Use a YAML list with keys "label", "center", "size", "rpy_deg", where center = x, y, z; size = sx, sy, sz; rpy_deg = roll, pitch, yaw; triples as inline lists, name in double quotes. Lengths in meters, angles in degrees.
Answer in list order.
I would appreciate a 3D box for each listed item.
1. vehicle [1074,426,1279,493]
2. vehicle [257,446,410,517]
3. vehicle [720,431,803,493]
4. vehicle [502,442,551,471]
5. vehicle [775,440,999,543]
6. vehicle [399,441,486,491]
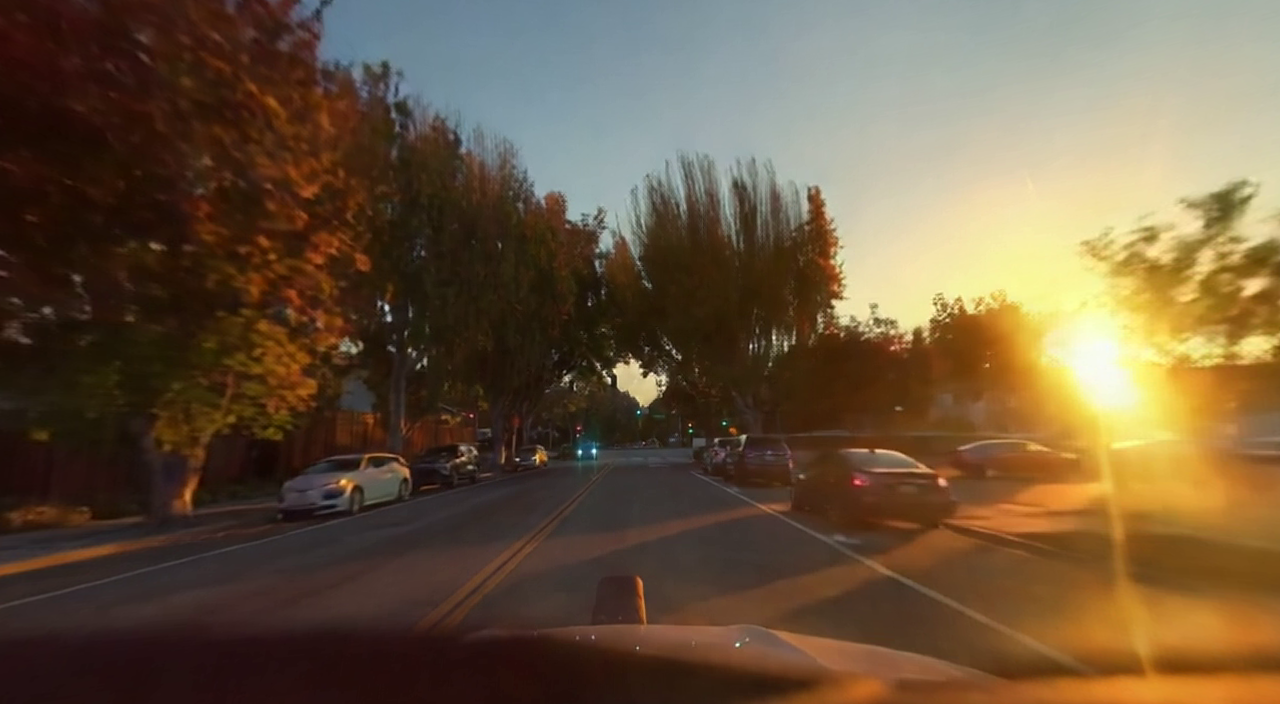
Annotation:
- label: "vehicle"
  center: [12.919, 2.546, 14.987]
  size: [3.735, 1.454, 1.772]
  rpy_deg: [-1, -9, 6]
- label: "vehicle"
  center: [-7.493, 3.164, 15.860]
  size: [1.976, 1.554, 3.654]
  rpy_deg: [0, -9, 0]
- label: "vehicle"
  center: [3.902, 3.594, 20.917]
  size: [1.908, 1.788, 4.397]
  rpy_deg: [0, -8, 0]
- label: "vehicle"
  center: [-7.320, 6.804, 41.125]
  size: [2.150, 1.766, 5.483]
  rpy_deg: [-1, -9, 1]
- label: "vehicle"
  center: [3.923, 2.276, 10.987]
  size: [2.036, 1.405, 4.312]
  rpy_deg: [0, -9, -2]
- label: "vehicle"
  center: [-7.533, 4.375, 24.478]
  size: [1.994, 1.718, 4.518]
  rpy_deg: [0, -9, -1]
